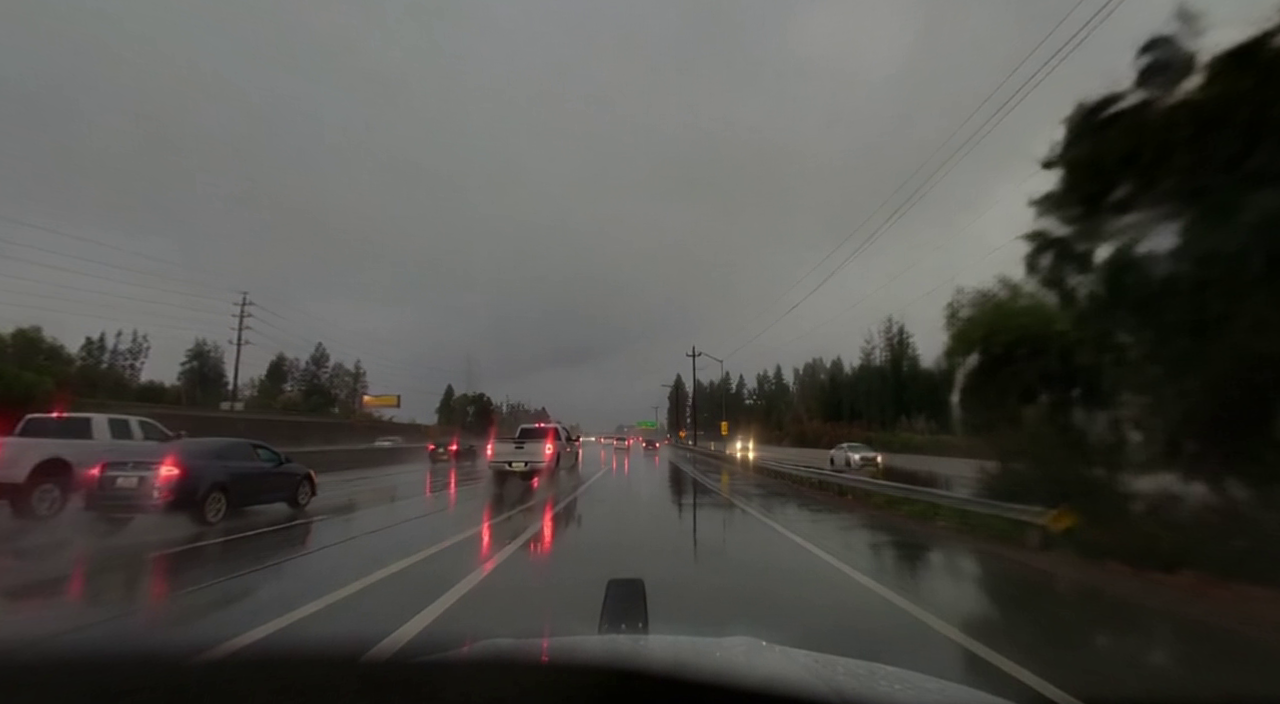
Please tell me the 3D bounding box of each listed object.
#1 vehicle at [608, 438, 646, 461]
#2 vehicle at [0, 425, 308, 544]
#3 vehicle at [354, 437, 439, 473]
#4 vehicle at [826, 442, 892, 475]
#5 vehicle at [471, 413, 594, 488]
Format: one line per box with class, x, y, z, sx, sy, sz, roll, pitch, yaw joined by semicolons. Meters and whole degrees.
vehicle;-0.854;6.733;43.517;2.013;1.444;4.447;-1;-8;6
vehicle;-7.635;1.989;10.162;1.964;1.481;4.425;0;-8;2
vehicle;-10.849;4.611;28.418;1.884;1.453;4.579;0;-8;2
vehicle;11.973;5.828;34.666;2.048;1.720;4.524;0;-8;1
vehicle;-3.251;3.225;20.902;2.815;2.092;6.526;0;-8;1
